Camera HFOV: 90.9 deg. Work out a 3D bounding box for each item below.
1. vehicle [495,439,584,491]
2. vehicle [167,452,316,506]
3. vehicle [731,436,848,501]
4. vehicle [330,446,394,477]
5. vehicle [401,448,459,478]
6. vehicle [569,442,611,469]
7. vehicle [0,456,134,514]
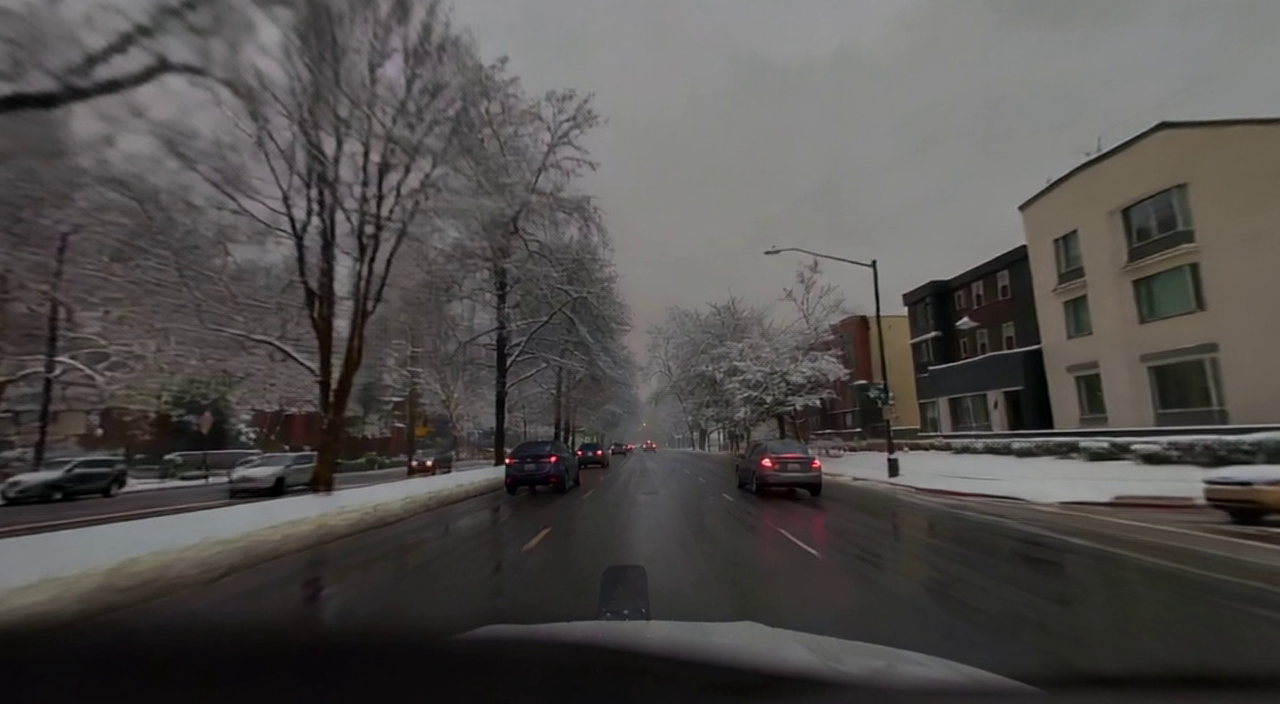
[{"bbox_3d":[-3.118,3.596,20.476,2.053,1.480,4.381,0,-8,2],"label":"vehicle"},{"bbox_3d":[-12.563,4.003,20.302,1.871,1.478,4.489,0,-8,0],"label":"vehicle"},{"bbox_3d":[3.804,3.050,16.944,2.010,1.486,4.498,0,-8,0],"label":"vehicle"},{"bbox_3d":[-18.586,7.314,42.404,2.032,1.989,4.727,0,-8,1],"label":"vehicle"},{"bbox_3d":[-11.820,6.251,35.784,1.817,1.547,4.220,0,-8,0],"label":"vehicle"},{"bbox_3d":[-2.912,6.164,37.785,1.988,1.497,4.404,0,-8,2],"label":"vehicle"},{"bbox_3d":[-22.431,4.968,24.138,2.073,1.878,4.912,0,-8,-2],"label":"vehicle"}]
